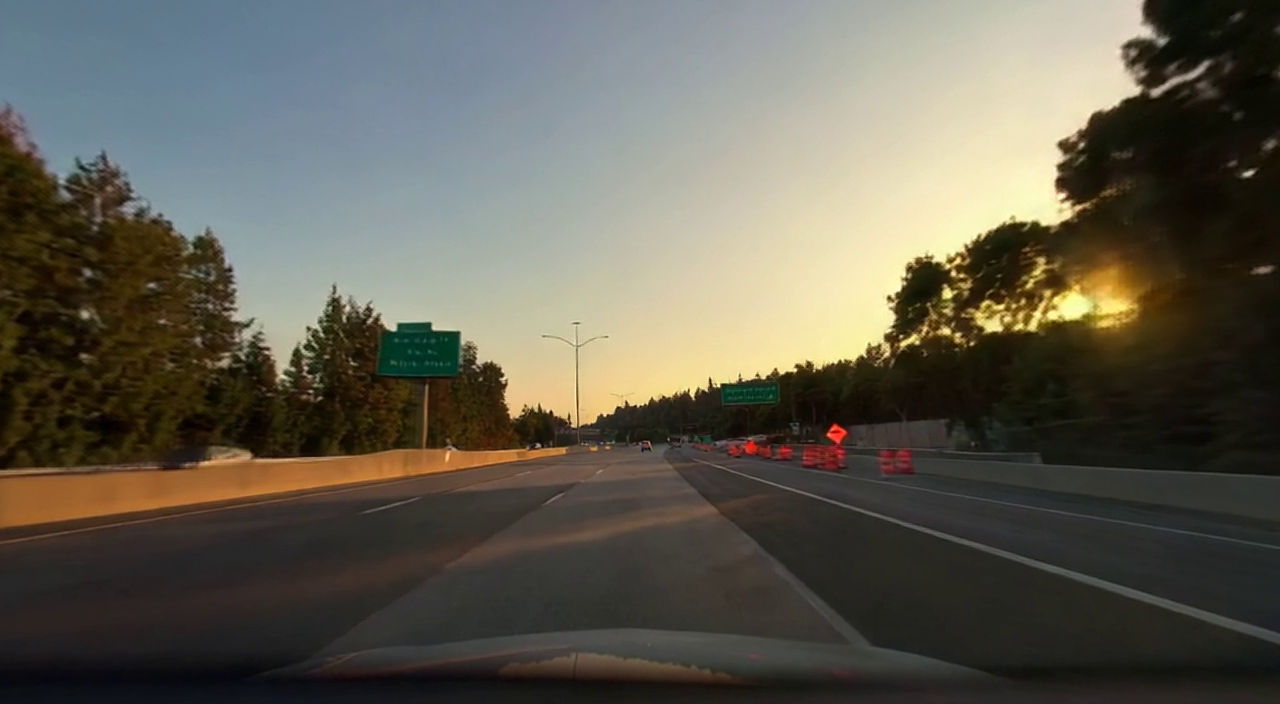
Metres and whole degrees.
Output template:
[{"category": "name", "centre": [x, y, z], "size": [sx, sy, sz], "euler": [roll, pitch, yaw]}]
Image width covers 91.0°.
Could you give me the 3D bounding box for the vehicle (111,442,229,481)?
[{"category": "vehicle", "centre": [-23.224, 5.411, 31.419], "size": [2.095, 1.759, 4.794], "euler": [0, -8, 0]}]
